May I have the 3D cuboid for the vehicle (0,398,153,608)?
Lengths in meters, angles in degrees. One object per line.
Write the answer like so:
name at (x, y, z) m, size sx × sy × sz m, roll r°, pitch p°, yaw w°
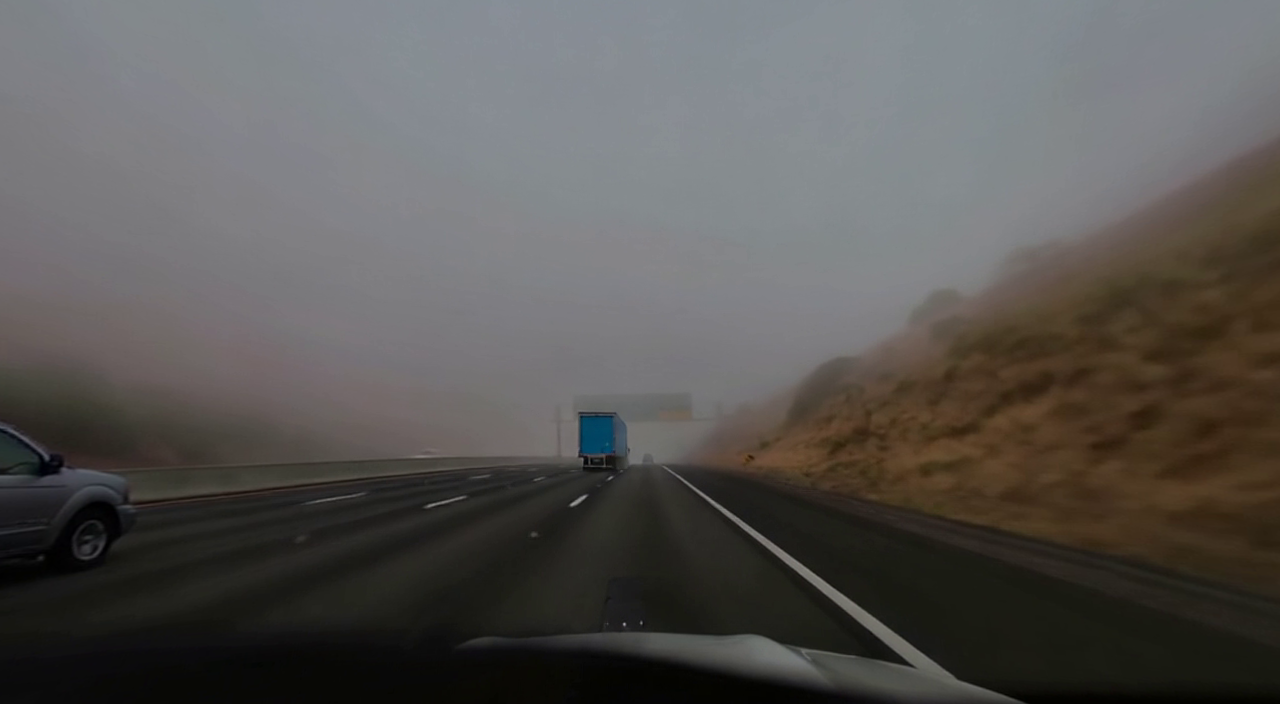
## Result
vehicle at (-6.834, 1.209, 4.684) m, size 2.175 × 1.860 × 5.236 m, roll 0°, pitch -8°, yaw 1°
